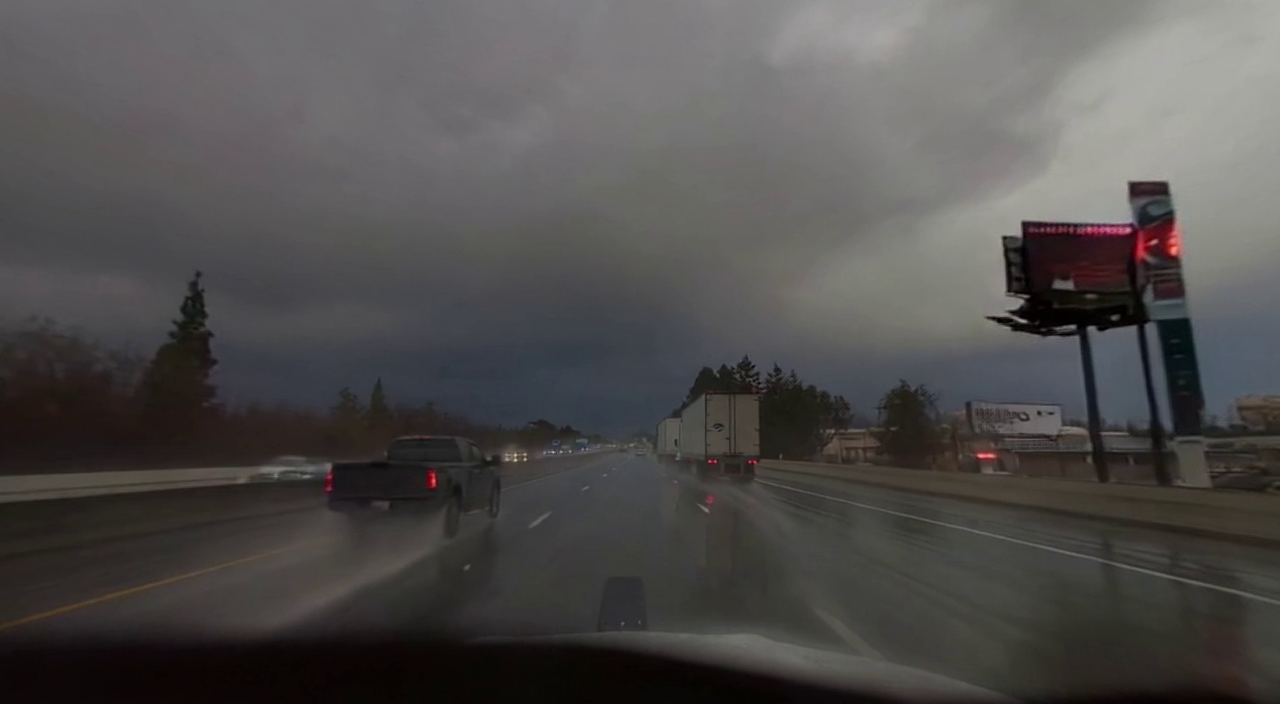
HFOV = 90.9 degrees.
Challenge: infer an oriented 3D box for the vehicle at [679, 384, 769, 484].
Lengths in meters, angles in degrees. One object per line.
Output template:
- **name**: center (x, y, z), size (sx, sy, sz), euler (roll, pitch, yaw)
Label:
- **vehicle**: center (4.046, 4.603, 34.143), size (2.826, 4.269, 14.176), euler (0, -9, 0)

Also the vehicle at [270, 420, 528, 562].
- **vehicle**: center (-3.503, 2.139, 10.479), size (2.291, 1.788, 4.825), euler (0, -9, 1)
